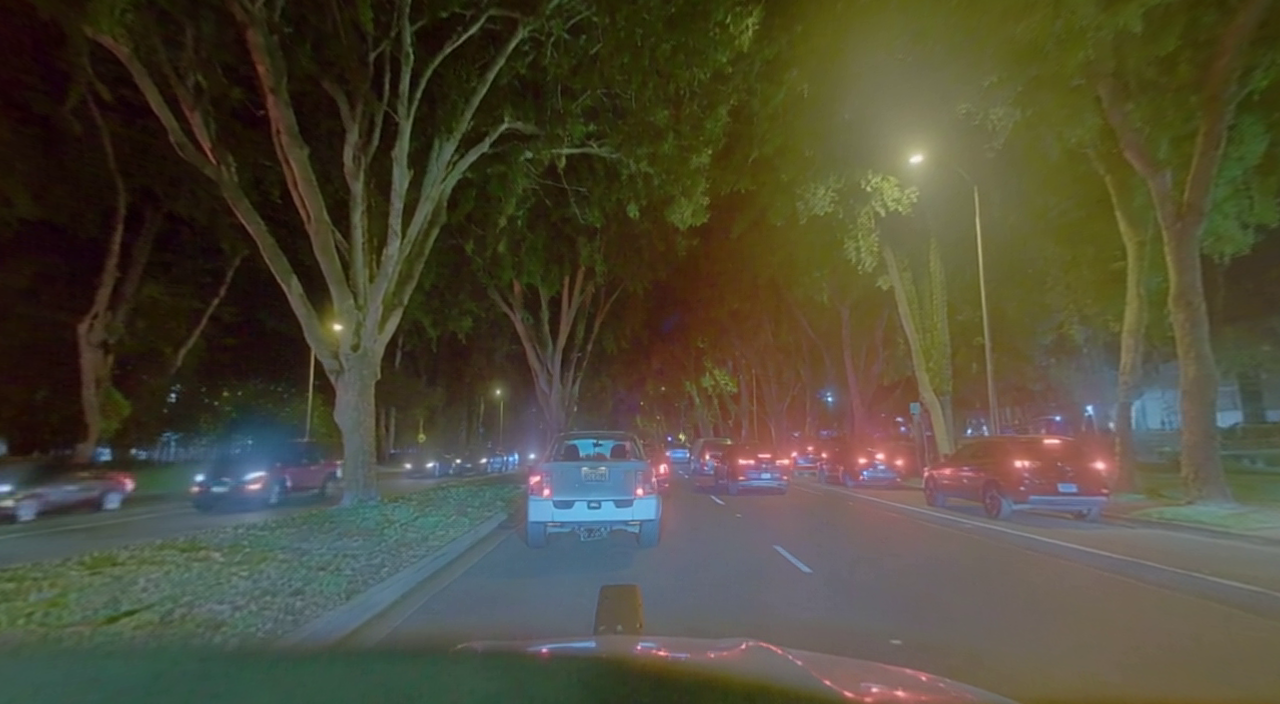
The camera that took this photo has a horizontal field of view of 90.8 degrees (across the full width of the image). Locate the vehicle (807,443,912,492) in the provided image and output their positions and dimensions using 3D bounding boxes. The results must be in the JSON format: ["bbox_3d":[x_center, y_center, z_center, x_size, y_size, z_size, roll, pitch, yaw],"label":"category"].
[{"bbox_3d":[7.229,3.830,21.362,1.977,1.485,4.308,0,-8,0],"label":"vehicle"}]

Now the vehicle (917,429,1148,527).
[{"bbox_3d":[7.844,2.529,13.287,2.168,1.709,4.289,0,-8,2],"label":"vehicle"}]

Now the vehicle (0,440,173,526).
[{"bbox_3d":[-13.769,2.949,14.815,1.947,1.703,4.525,-1,-8,3],"label":"vehicle"}]

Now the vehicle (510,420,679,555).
[{"bbox_3d":[-0.694,1.968,9.837,2.106,1.655,3.717,1,-8,-4],"label":"vehicle"}]

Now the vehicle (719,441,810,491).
[{"bbox_3d":[3.981,3.723,21.048,2.175,1.477,4.520,0,-8,1],"label":"vehicle"}]

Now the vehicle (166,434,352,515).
[{"bbox_3d":[-8.901,2.857,15.252,1.920,1.663,4.036,0,-8,0],"label":"vehicle"}]

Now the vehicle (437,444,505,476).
[{"bbox_3d":[-8.254,5.313,31.337,2.039,1.466,4.553,0,-8,1],"label":"vehicle"}]

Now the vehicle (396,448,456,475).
[{"bbox_3d":[-11.912,6.110,35.475,1.866,1.404,4.507,0,-8,-1],"label":"vehicle"}]

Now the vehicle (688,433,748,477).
[{"bbox_3d":[3.488,4.695,29.103,2.114,1.846,4.659,0,-8,-1],"label":"vehicle"}]
